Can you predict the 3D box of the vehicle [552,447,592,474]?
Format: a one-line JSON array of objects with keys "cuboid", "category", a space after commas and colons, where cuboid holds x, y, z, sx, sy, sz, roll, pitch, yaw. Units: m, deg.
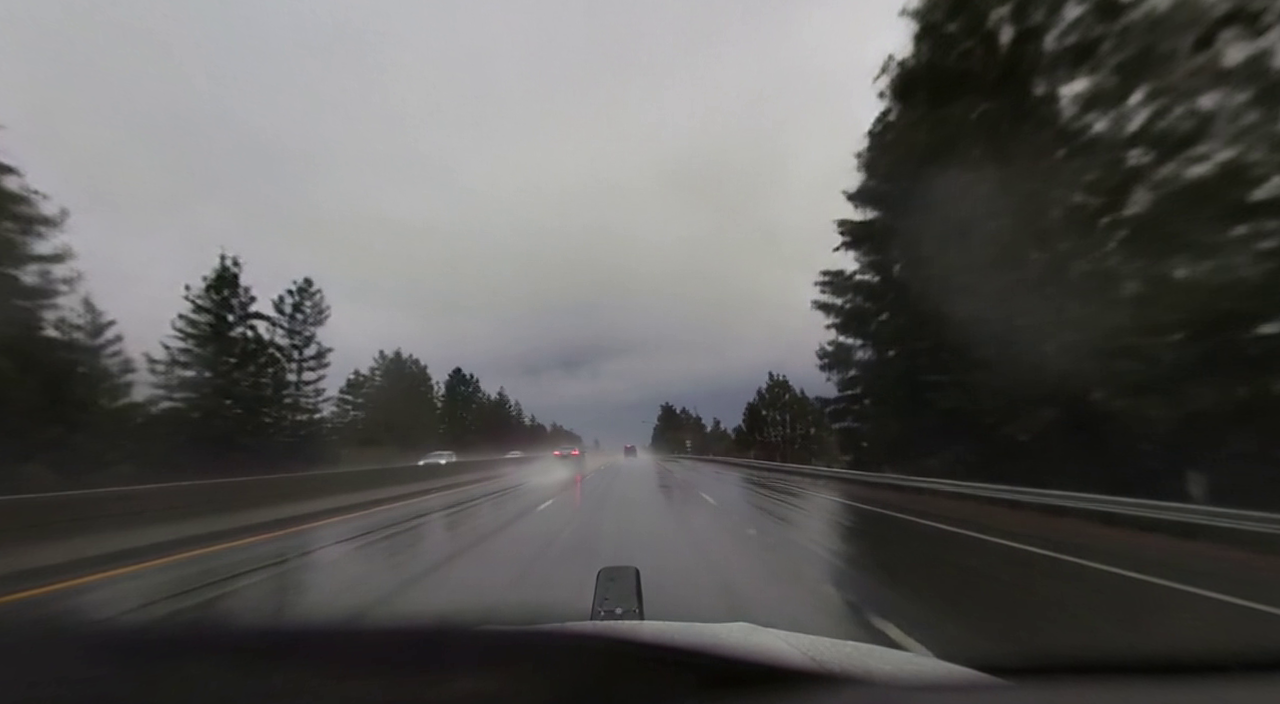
[{"cuboid": [-3.982, 6.418, 37.349, 1.970, 1.492, 3.944, 0, -9, 0], "category": "vehicle"}]
